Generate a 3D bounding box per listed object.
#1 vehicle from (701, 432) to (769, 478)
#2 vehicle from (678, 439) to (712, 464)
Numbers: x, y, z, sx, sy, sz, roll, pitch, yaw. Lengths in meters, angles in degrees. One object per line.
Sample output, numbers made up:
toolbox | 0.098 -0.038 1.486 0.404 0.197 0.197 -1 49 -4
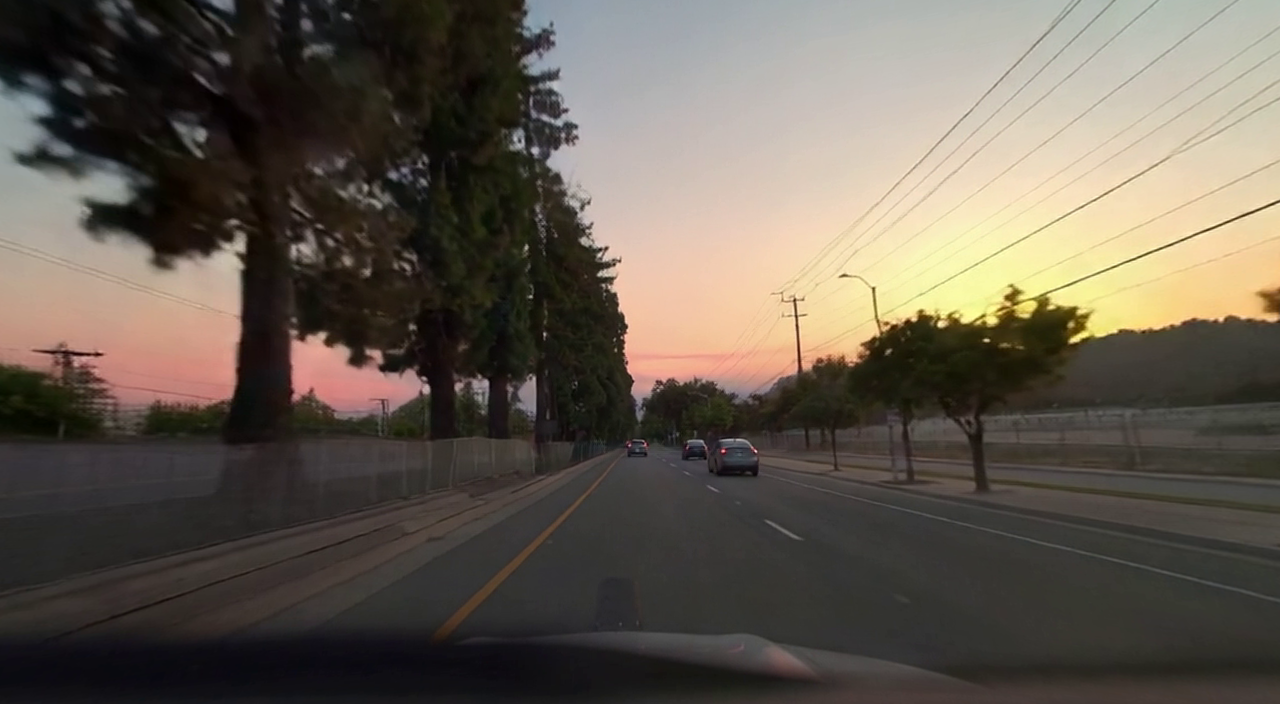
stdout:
vehicle | 4.019 4.449 27.579 2.112 1.825 4.574 0 -8 -2
vehicle | 3.801 6.955 44.313 2.012 1.653 4.115 0 -8 -1
